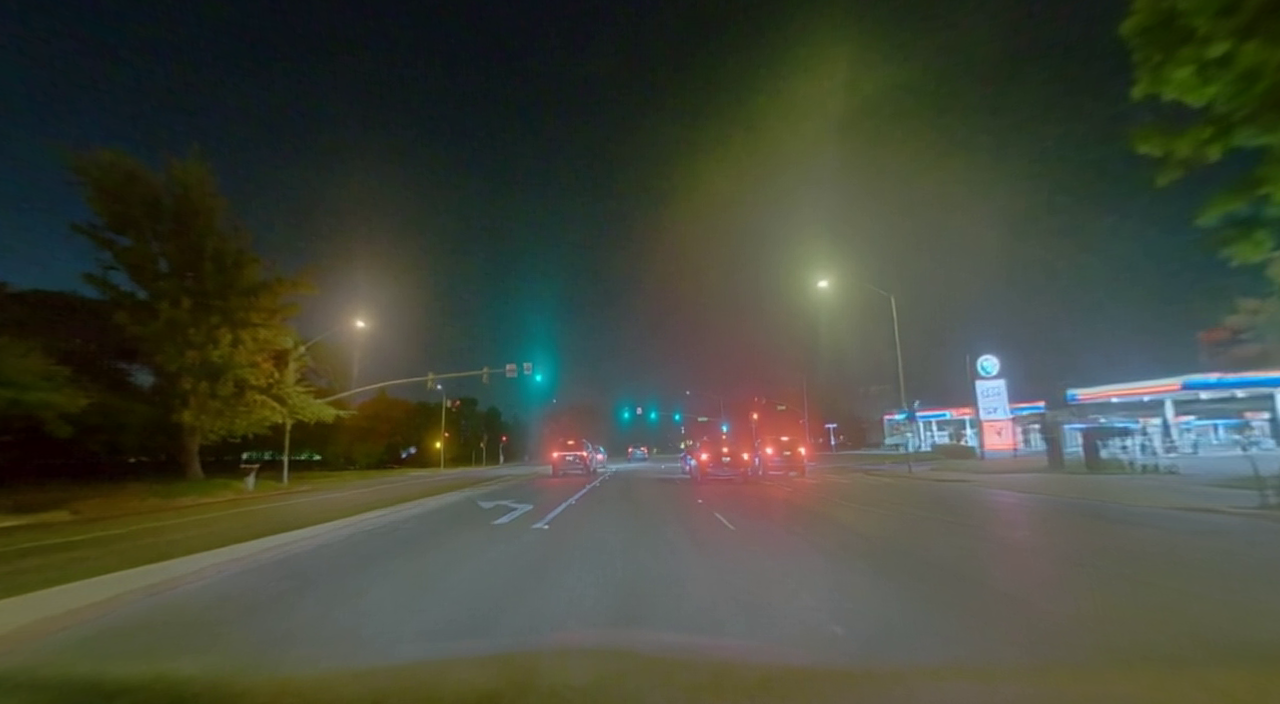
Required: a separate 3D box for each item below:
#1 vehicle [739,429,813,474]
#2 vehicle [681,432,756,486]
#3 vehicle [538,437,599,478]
[{"bbox_3d":[7.027,5.232,33.361,2.510,2.176,5.527,0,-9,-2],"label":"vehicle"},{"bbox_3d":[2.813,3.978,23.779,2.140,1.800,4.660,0,-9,-1],"label":"vehicle"},{"bbox_3d":[-3.332,5.021,30.299,2.261,1.820,4.255,-1,-9,2],"label":"vehicle"}]
